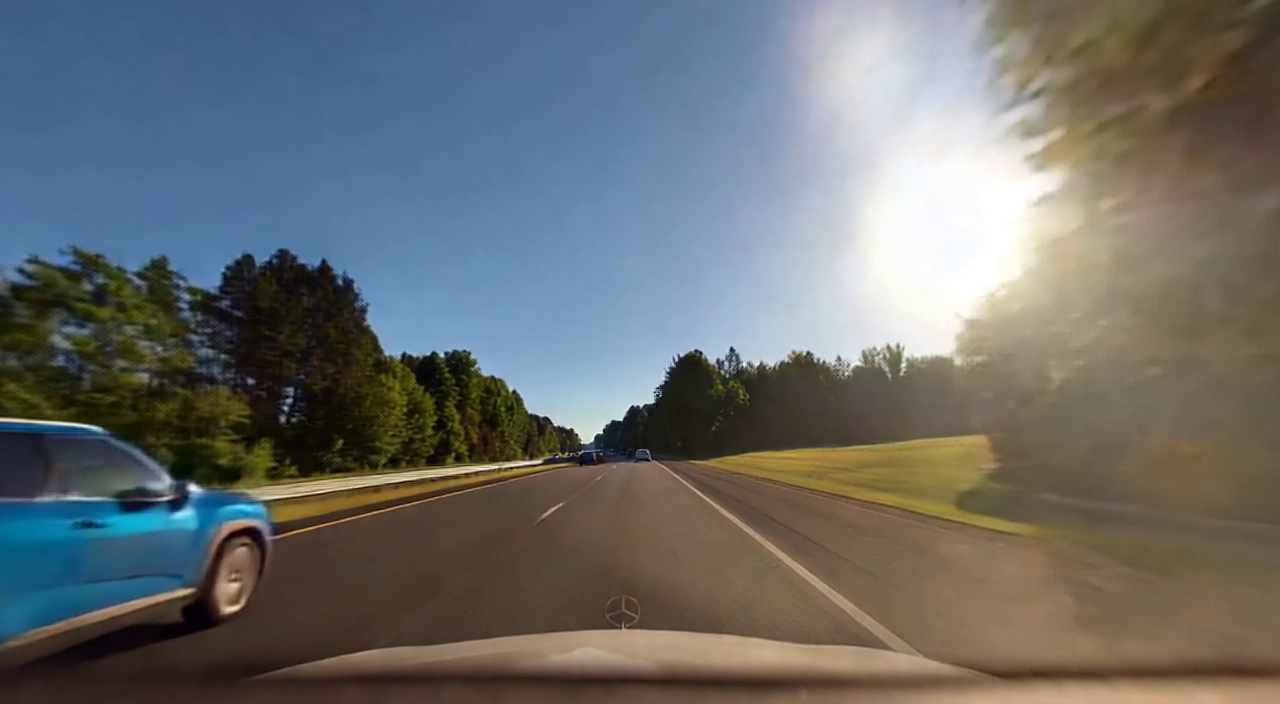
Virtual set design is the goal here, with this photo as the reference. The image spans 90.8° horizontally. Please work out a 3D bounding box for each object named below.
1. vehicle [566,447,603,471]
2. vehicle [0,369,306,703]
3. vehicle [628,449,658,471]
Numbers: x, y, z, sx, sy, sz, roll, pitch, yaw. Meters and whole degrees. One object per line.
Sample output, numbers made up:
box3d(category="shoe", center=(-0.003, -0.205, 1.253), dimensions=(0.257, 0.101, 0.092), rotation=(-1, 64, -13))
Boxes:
box3d(category="vehicle", center=(-3.949, 7.704, 45.632), dimensions=(2.182, 1.629, 4.263), rotation=(0, -9, 1))
box3d(category="vehicle", center=(-3.871, 0.969, 3.116), dimensions=(2.100, 1.667, 4.223), rotation=(0, -9, 0))
box3d(category="vehicle", center=(0.205, 7.719, 45.240), dimensions=(2.046, 1.452, 4.407), rotation=(0, -9, 0))
